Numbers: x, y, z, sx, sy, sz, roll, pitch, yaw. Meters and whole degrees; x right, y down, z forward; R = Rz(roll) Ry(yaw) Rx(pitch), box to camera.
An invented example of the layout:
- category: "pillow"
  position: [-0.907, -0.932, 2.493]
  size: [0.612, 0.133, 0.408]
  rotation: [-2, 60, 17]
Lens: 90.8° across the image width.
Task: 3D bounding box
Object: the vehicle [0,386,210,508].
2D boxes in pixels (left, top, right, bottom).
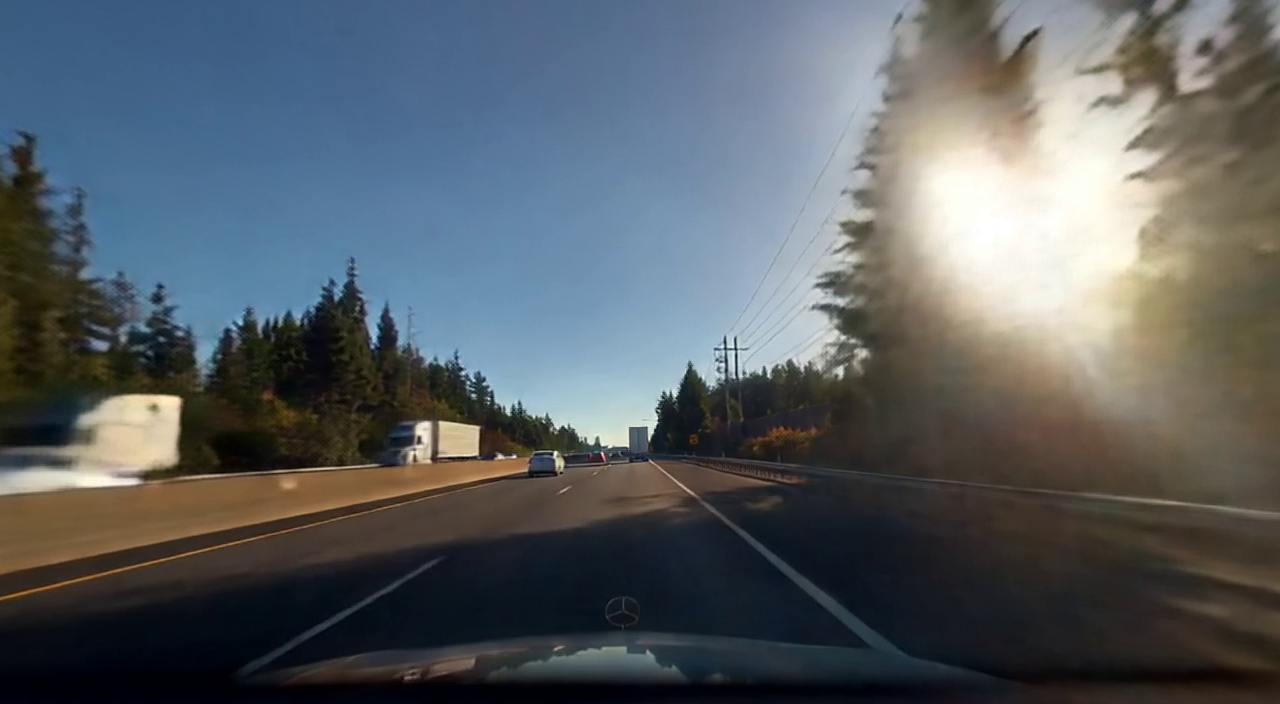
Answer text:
- category: "vehicle"
  position: [-18.303, 3.211, 21.266]
  size: [2.744, 3.453, 6.712]
  rotation: [0, -9, 0]

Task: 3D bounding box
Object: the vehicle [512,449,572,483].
- category: "vehicle"
  position: [-4.499, 5.300, 29.628]
  size: [2.106, 1.445, 4.404]
  rotation: [0, -9, 1]

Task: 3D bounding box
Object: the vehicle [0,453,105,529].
- category: "vehicle"
  position: [-13.583, 2.836, 12.924]
  size: [1.764, 1.486, 3.947]
  rotation: [0, -9, 0]

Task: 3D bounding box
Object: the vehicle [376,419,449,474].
- category: "vehicle"
  position: [-17.278, 7.287, 48.483]
  size: [2.941, 3.886, 7.160]
  rotation: [0, -9, -1]
